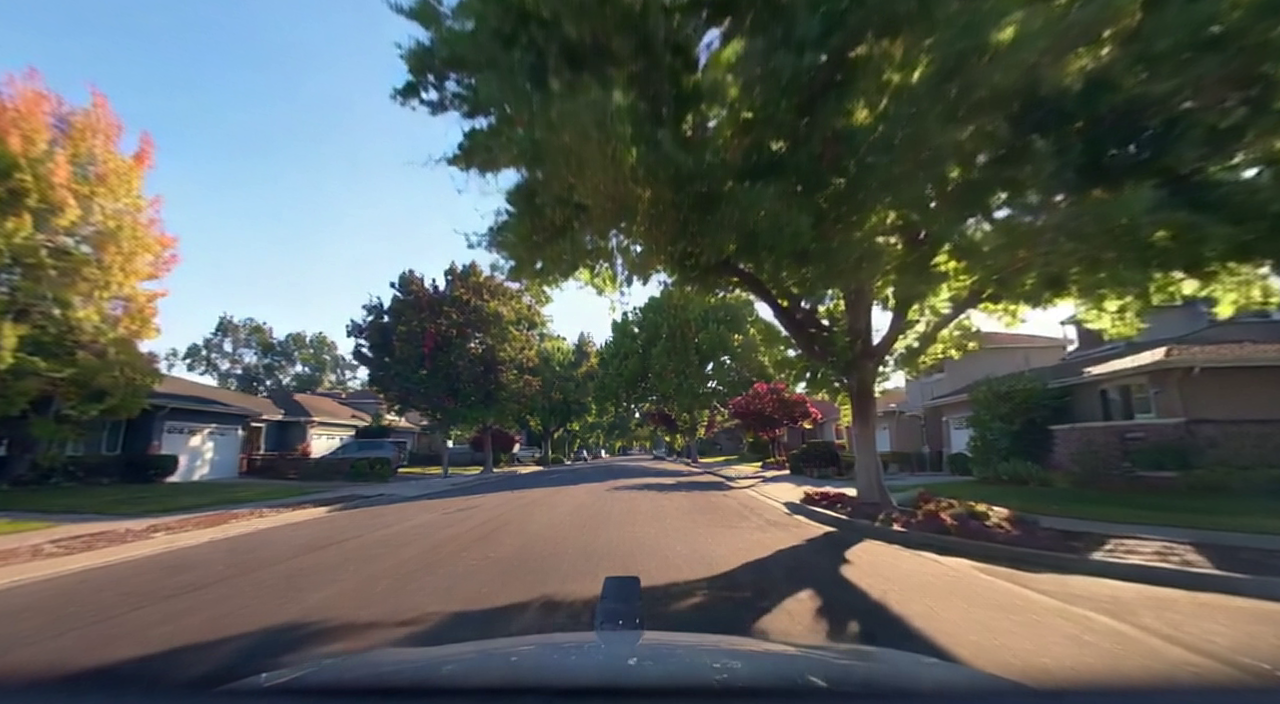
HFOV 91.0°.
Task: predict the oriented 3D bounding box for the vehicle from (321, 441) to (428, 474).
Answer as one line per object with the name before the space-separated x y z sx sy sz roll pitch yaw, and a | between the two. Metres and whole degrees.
vehicle | -14.217 5.664 33.889 4.850 1.676 1.920 0 -9 3
